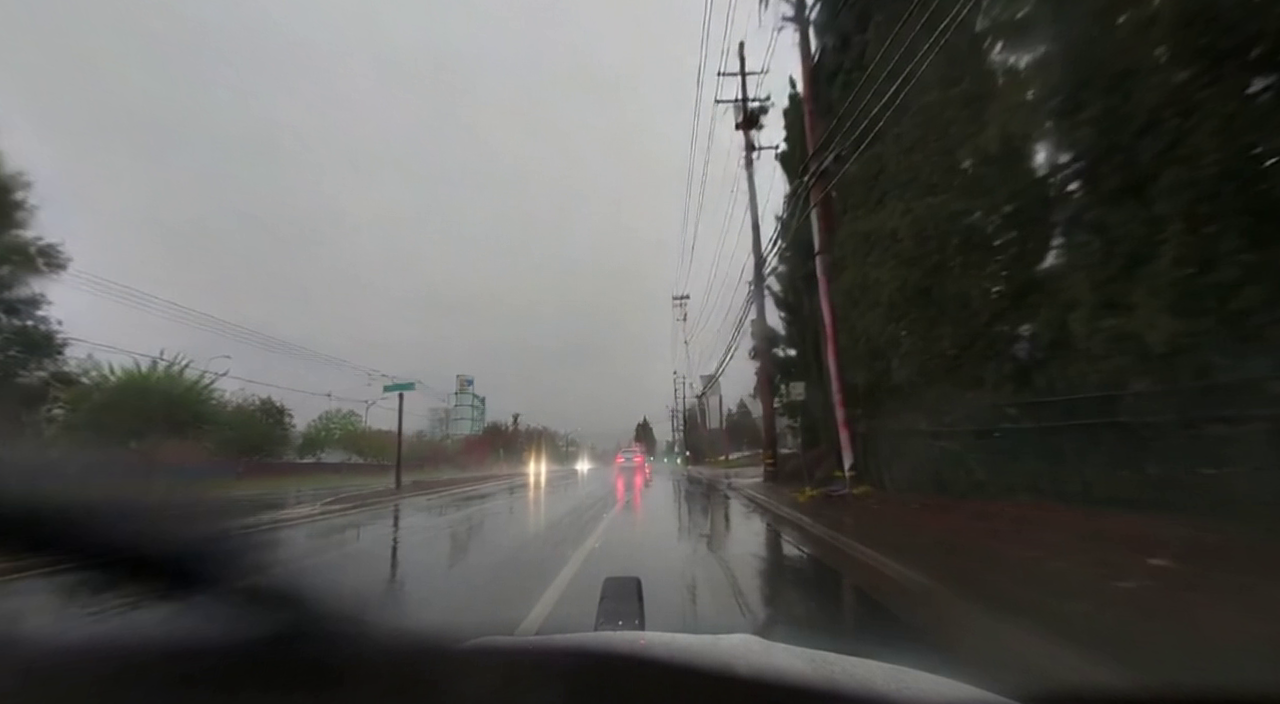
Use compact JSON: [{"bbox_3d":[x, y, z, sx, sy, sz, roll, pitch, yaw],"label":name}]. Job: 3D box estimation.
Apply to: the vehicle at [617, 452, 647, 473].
[{"bbox_3d":[-0.562,8.655,49.382,2.114,1.492,4.453,-1,-9,2],"label":"vehicle"}]
